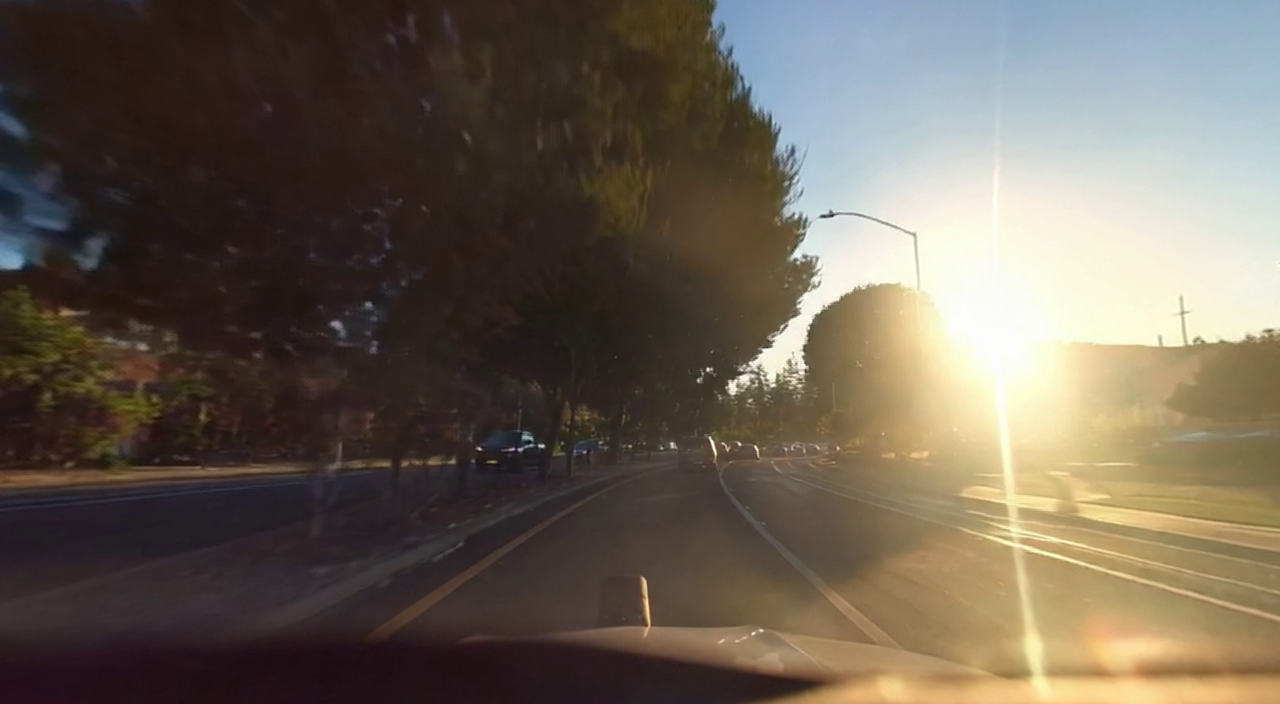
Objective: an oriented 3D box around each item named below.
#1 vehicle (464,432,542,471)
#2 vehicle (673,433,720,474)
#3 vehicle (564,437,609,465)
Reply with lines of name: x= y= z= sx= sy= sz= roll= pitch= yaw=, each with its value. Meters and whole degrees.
vehicle: x=-6.844 y=5.068 z=32.056 sx=2.331 sy=1.838 sz=4.865 roll=-2 pitch=-9 yaw=8
vehicle: x=3.136 y=5.473 z=33.967 sx=2.072 sy=2.002 sz=4.391 roll=-2 pitch=-9 yaw=10
vehicle: x=-3.729 y=6.955 z=44.290 sx=1.975 sy=1.853 sz=4.600 roll=-2 pitch=-9 yaw=11
